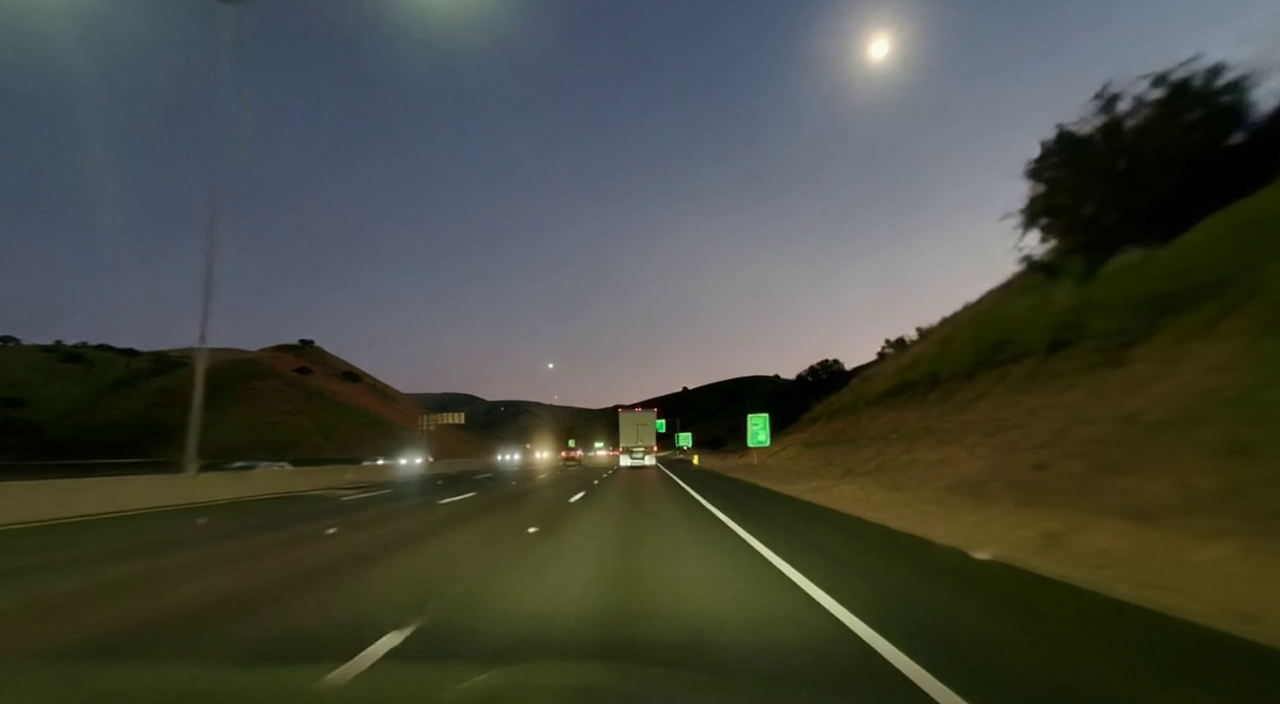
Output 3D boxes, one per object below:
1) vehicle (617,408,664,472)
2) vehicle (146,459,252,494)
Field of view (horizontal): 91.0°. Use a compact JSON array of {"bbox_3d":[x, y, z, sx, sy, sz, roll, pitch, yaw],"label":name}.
[{"bbox_3d":[0.126,6.568,46.555,3.039,4.131,11.822,0,-9,1],"label":"vehicle"},{"bbox_3d":[-21.577,6.095,31.060,1.926,1.503,4.481,0,-9,1],"label":"vehicle"}]
